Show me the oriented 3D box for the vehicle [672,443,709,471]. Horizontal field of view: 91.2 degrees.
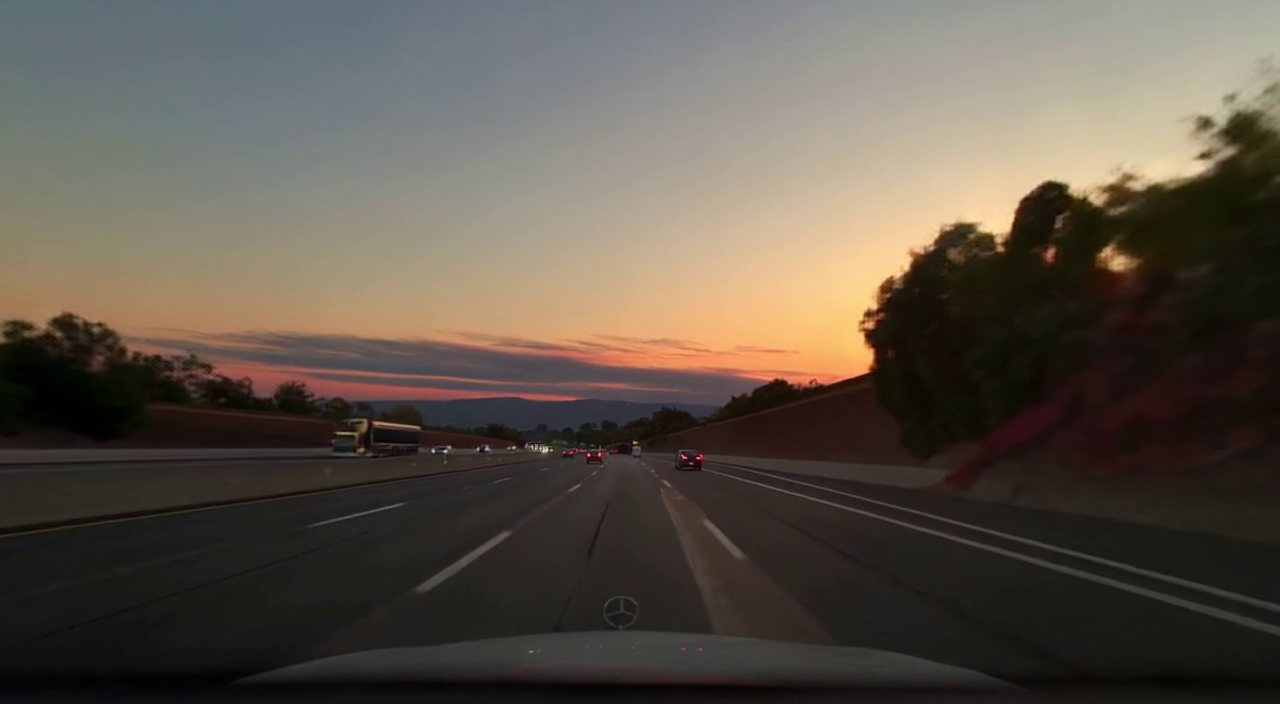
[{"bbox_3d":[3.039,6.414,38.464,1.895,1.555,4.030,0,-9,0],"label":"vehicle"}]
